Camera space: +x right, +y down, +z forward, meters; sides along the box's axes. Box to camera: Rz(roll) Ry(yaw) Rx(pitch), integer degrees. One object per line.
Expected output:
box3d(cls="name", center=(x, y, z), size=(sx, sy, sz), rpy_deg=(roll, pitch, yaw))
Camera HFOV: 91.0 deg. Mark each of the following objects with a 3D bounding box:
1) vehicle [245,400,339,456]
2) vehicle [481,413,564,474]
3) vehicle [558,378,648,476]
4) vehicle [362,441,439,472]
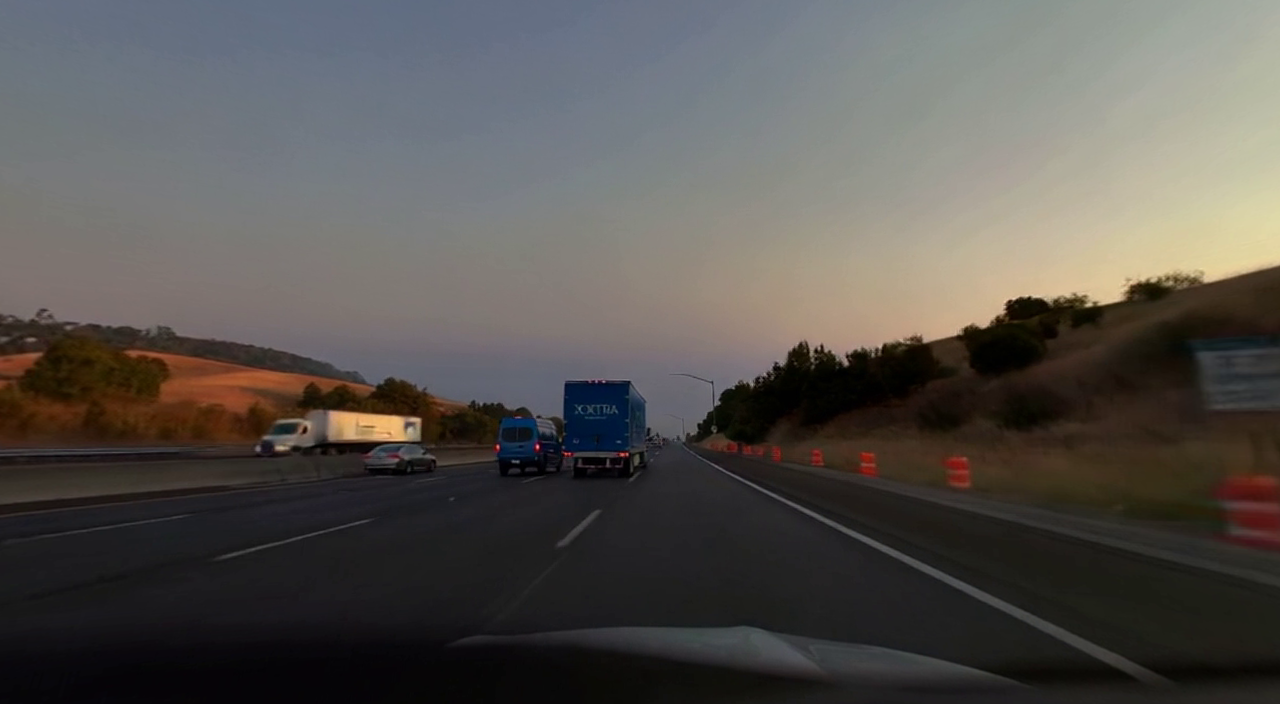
box3d(cls="vehicle", center=(-25.836, 5.709, 47.131), size=(3.028, 3.824, 6.239), rpy_deg=(0, -8, 3))
box3d(cls="vehicle", center=(-5.460, 4.399, 30.277), size=(2.469, 2.615, 5.874), rpy_deg=(0, -8, 3))
box3d(cls="vehicle", center=(-1.457, 3.850, 30.878), size=(3.183, 4.011, 9.617), rpy_deg=(0, -9, 4))
box3d(cls="vehicle", center=(-12.267, 5.380, 32.619), size=(1.901, 1.487, 4.622), rpy_deg=(0, -8, 4))
